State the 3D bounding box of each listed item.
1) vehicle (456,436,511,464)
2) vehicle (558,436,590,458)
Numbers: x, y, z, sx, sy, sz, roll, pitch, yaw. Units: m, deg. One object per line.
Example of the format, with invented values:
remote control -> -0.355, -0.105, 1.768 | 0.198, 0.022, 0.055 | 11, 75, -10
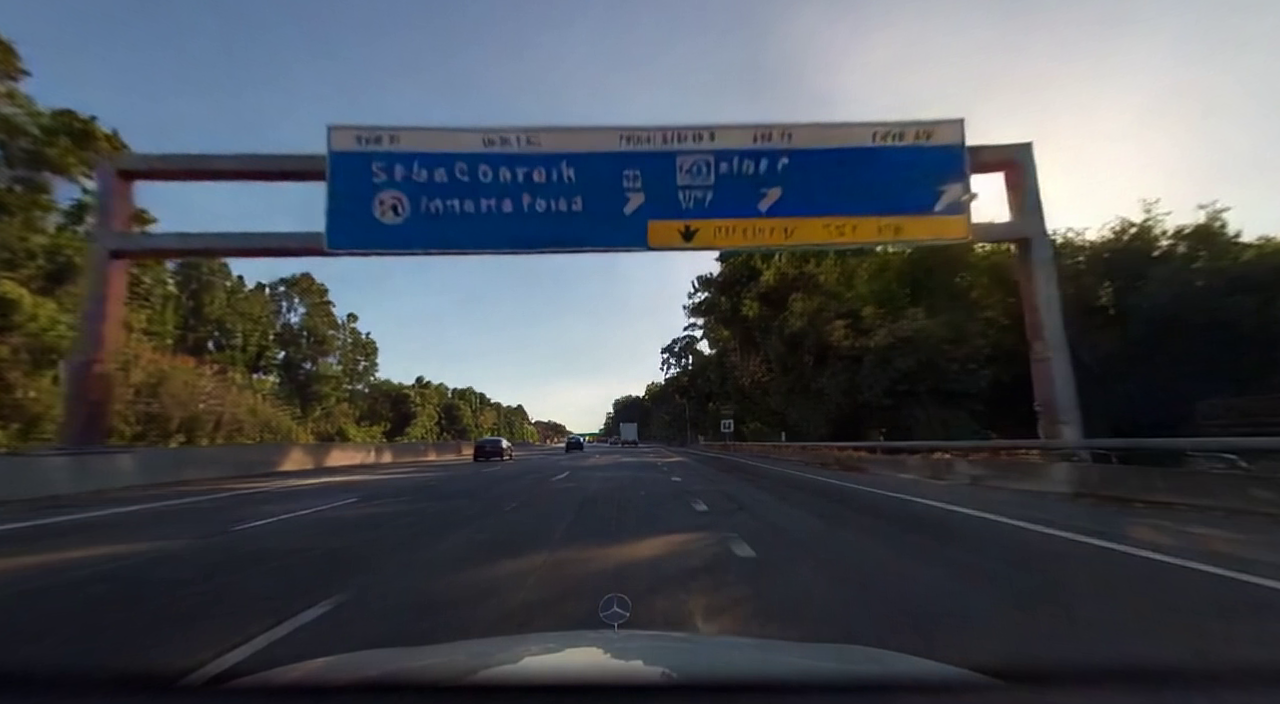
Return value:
vehicle -> -8.539, 5.359, 34.753 | 1.973, 1.470, 4.270 | 0, -7, 0
vehicle -> -4.693, 6.769, 45.182 | 1.912, 1.495, 3.703 | 0, -7, 0
